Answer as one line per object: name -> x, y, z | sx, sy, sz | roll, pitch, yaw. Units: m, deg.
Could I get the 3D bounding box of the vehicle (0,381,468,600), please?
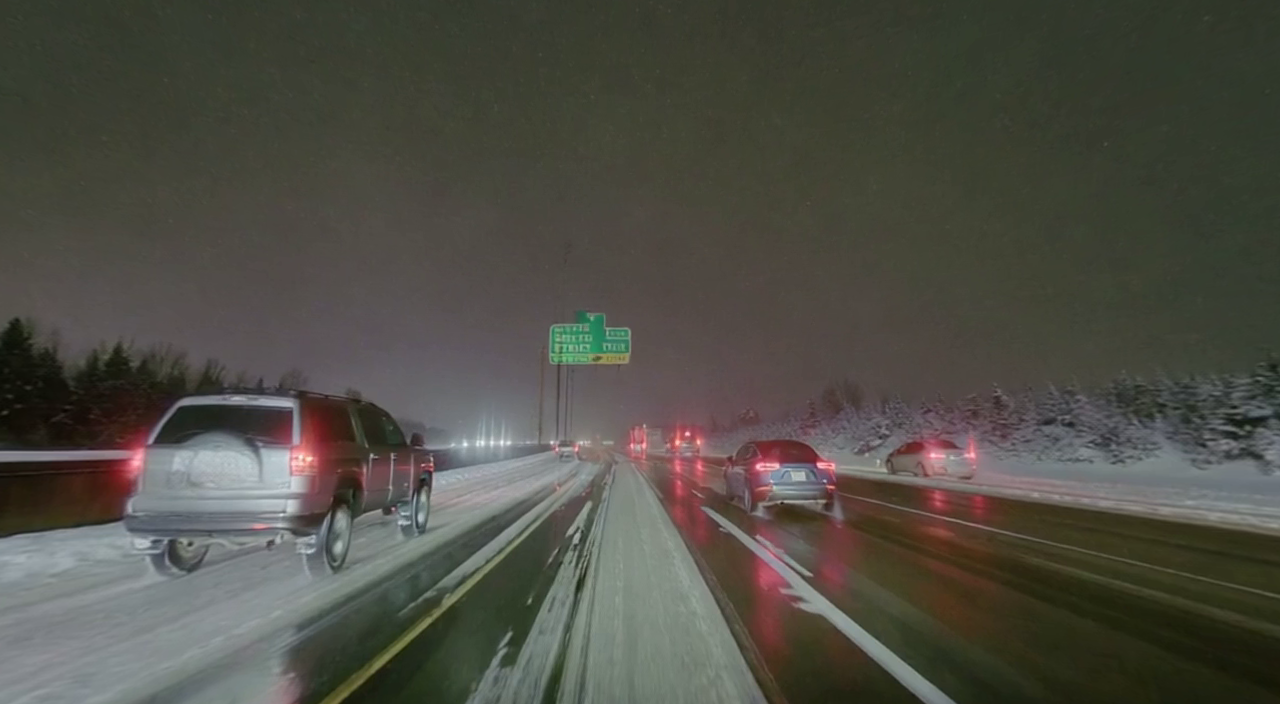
vehicle -> -4.461, 1.595, 8.297 | 2.684, 1.839, 5.803 | 0, -9, 1

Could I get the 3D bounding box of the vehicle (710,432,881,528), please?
vehicle -> 2.735, 2.364, 12.305 | 2.053, 1.510, 4.400 | 0, -9, -2

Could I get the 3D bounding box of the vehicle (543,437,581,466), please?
vehicle -> -5.148, 6.658, 42.331 | 2.149, 1.843, 4.348 | 0, -9, -2

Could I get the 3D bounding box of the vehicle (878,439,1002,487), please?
vehicle -> 10.310, 3.844, 22.128 | 2.105, 1.496, 4.393 | 0, -9, -1
